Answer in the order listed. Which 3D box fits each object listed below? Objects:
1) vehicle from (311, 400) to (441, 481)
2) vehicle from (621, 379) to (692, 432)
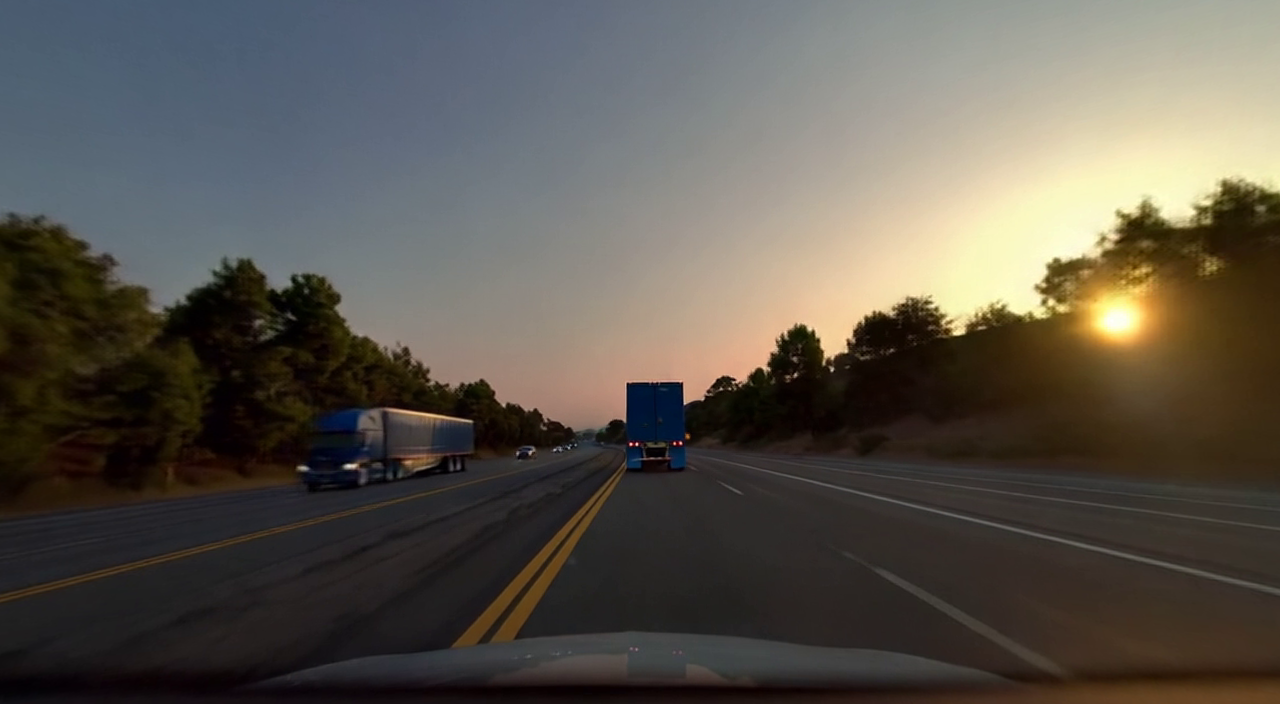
[{"bbox_3d":[-14.775,5.112,36.449,3.041,4.004,10.215,0,-8,0],"label":"vehicle"},{"bbox_3d":[0.529,2.297,25.800,2.509,1.890,4.732,0,-8,-3],"label":"vehicle"}]
